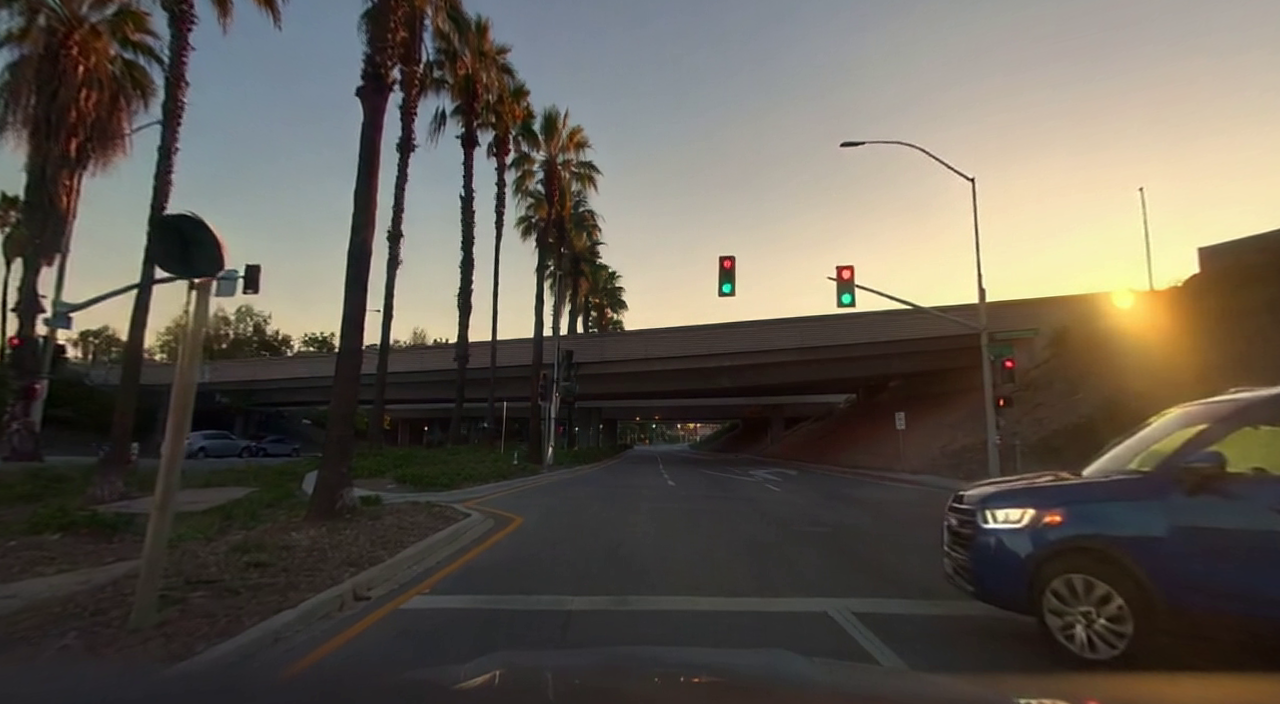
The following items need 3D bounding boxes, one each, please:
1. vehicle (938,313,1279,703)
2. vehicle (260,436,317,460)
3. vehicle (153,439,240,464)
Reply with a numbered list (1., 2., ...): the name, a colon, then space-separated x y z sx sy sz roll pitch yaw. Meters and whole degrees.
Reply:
1. vehicle: 3.450 0.792 2.698 2.028 1.770 4.737 0 -9 0
2. vehicle: -26.238 7.187 47.122 1.941 1.631 4.017 0 -9 0
3. vehicle: -26.535 5.974 37.851 1.830 1.443 4.551 0 -9 2
